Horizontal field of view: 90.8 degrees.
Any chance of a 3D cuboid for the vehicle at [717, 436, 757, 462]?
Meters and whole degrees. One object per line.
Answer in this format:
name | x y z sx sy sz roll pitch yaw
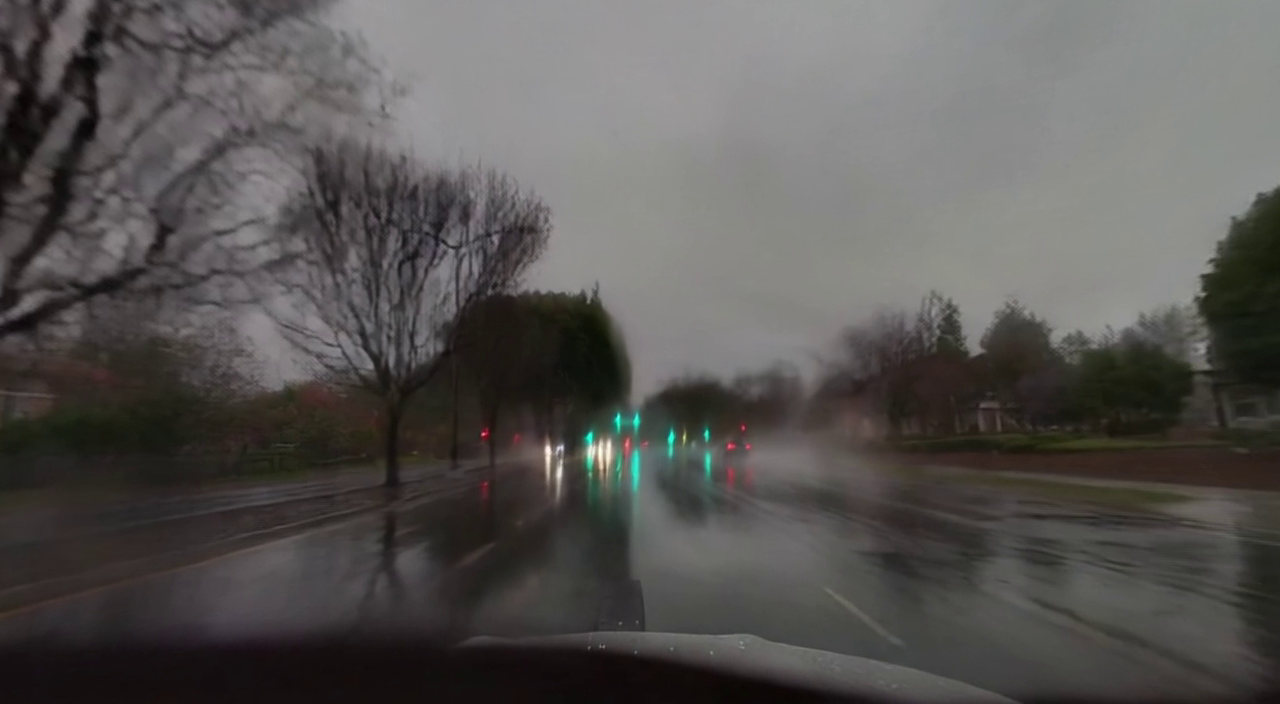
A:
vehicle | 6.730 6.792 44.314 2.011 1.710 4.357 0 -9 -2
